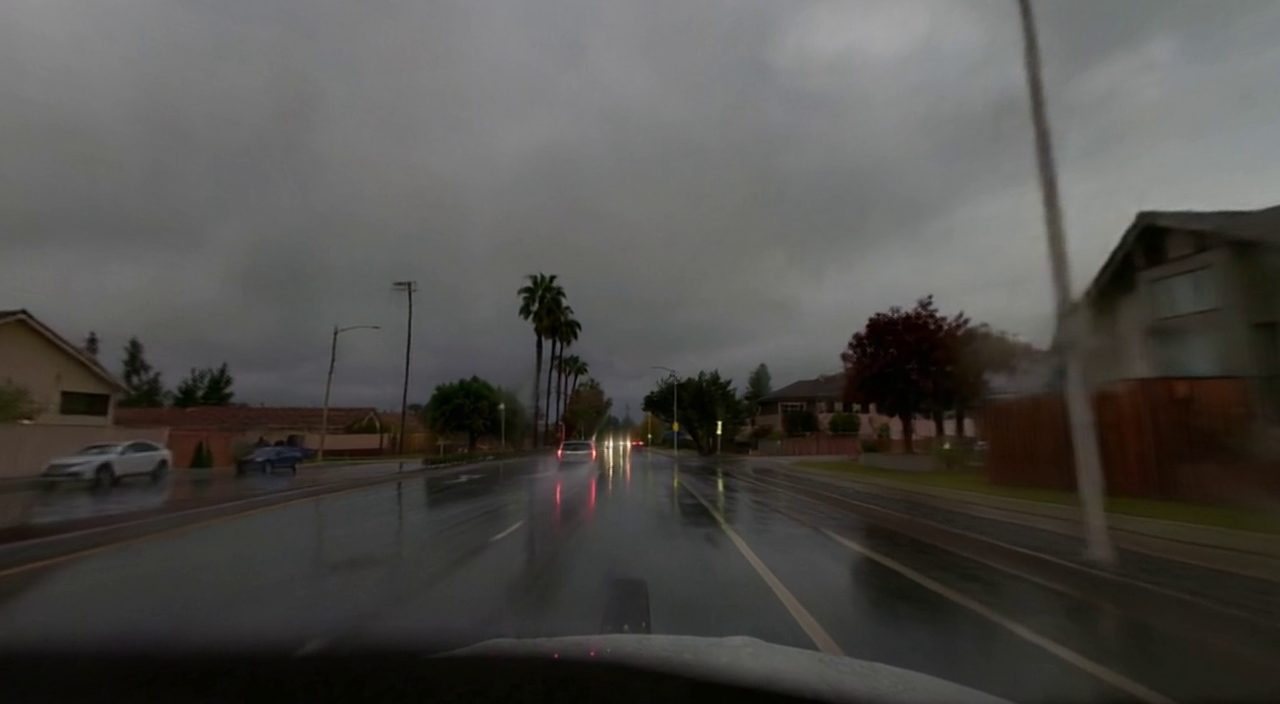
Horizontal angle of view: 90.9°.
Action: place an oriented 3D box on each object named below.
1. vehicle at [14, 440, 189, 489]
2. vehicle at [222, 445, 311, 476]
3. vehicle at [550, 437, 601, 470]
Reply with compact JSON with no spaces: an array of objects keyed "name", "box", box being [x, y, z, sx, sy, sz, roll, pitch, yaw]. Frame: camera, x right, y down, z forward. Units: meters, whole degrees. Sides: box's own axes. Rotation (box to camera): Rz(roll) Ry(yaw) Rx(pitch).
[{"name":"vehicle","box":[-18.889,3.996,22.494,2.026,1.563,4.618,0,-10,2]},{"name":"vehicle","box":[-18.839,5.466,32.073,1.980,1.423,4.465,0,-8,-3]},{"name":"vehicle","box":[-3.068,4.940,30.860,2.075,1.498,4.730,0,-8,-1]}]
